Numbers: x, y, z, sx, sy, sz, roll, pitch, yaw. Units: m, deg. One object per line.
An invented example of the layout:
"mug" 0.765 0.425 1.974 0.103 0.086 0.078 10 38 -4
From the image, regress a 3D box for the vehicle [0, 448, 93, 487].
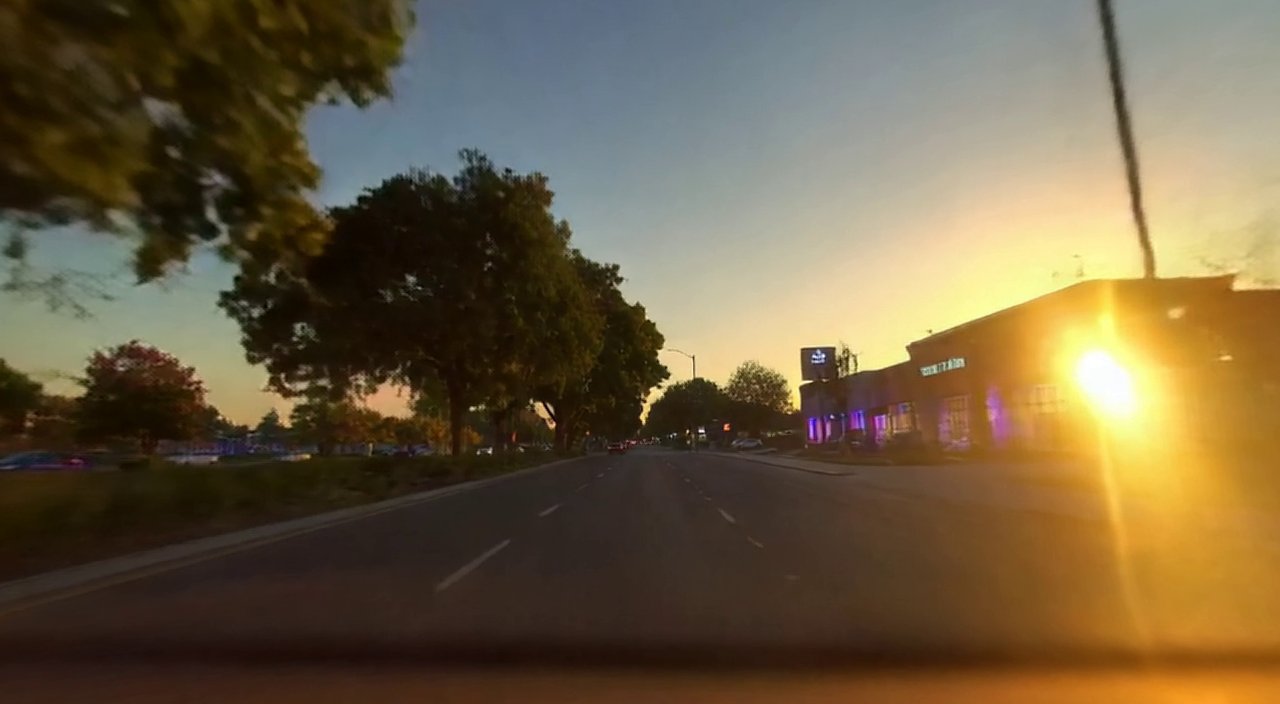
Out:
"vehicle" -26.295 4.860 26.888 1.850 1.477 4.492 0 -8 0
